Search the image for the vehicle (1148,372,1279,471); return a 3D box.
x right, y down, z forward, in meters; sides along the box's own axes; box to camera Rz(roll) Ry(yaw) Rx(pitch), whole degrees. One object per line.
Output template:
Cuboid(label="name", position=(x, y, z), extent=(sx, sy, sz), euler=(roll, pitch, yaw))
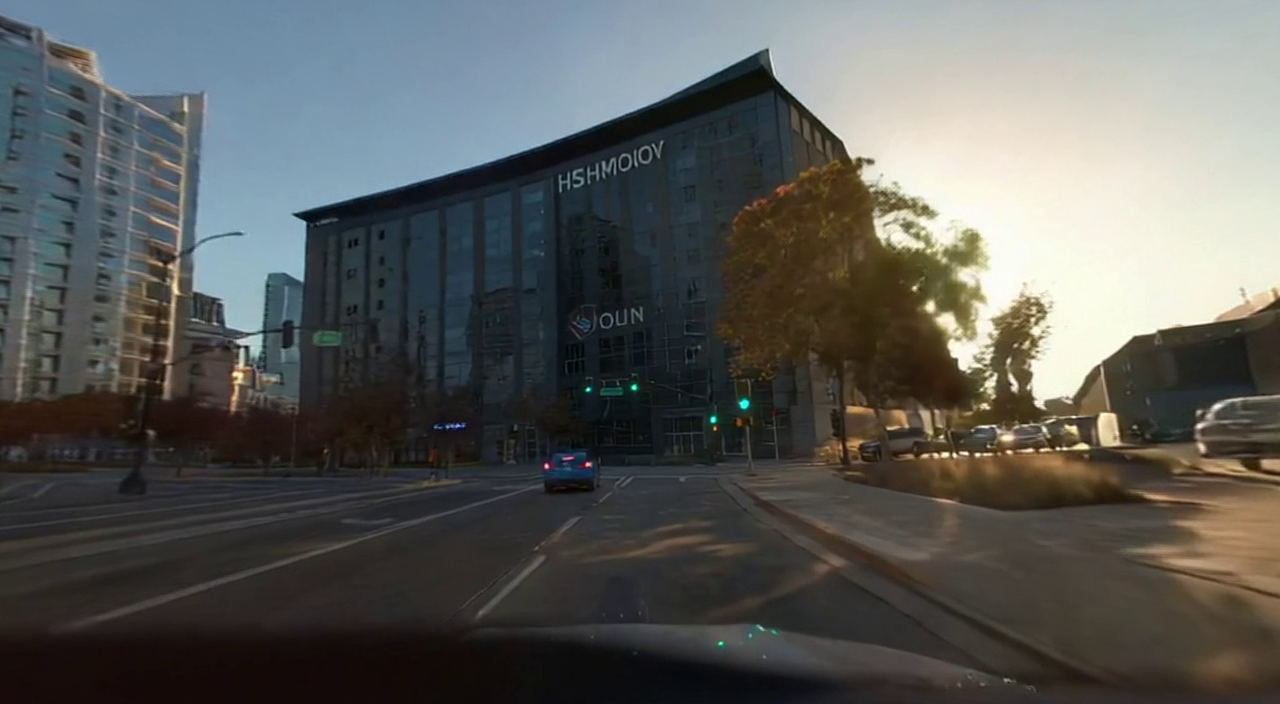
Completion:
Cuboid(label="vehicle", position=(13.351, 1.380, 12.308), extent=(4.904, 1.755, 2.114), euler=(0, -9, 1))

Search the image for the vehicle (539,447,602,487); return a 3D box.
Cuboid(label="vehicle", position=(-2.788, 4.741, 26.330), extent=(1.971, 1.486, 4.380), euler=(-1, -9, 2))

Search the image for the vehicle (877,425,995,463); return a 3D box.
Cuboid(label="vehicle", position=(12.868, 4.028, 27.579), extent=(4.120, 1.558, 1.959), euler=(0, -9, 0))
